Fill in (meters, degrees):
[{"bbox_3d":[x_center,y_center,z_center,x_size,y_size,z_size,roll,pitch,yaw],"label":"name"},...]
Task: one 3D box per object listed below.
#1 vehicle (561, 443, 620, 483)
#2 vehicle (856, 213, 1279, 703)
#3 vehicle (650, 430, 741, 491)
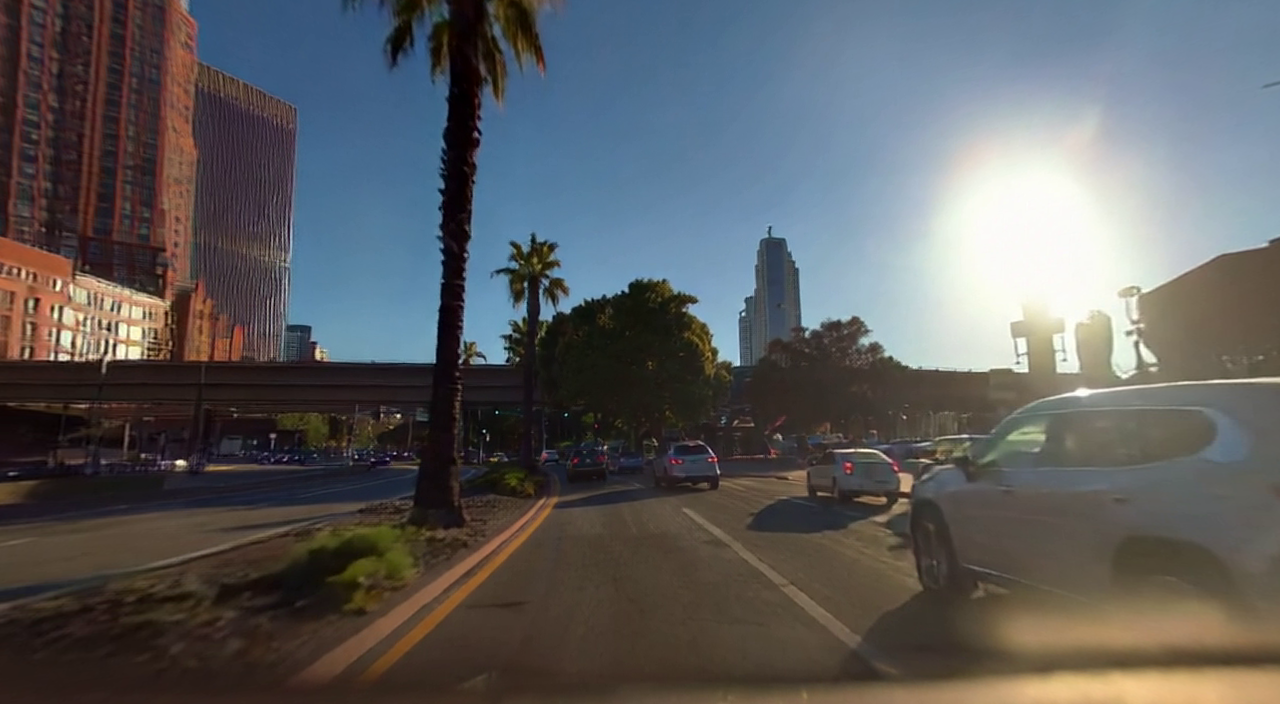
[{"bbox_3d":[-2.333,4.969,28.639,2.332,1.625,4.933,1,-9,-8],"label":"vehicle"},{"bbox_3d":[3.531,0.802,3.836,2.434,2.171,5.098,0,-9,-2],"label":"vehicle"},{"bbox_3d":[1.866,3.962,23.455,2.407,1.991,5.130,1,-9,-6],"label":"vehicle"}]
